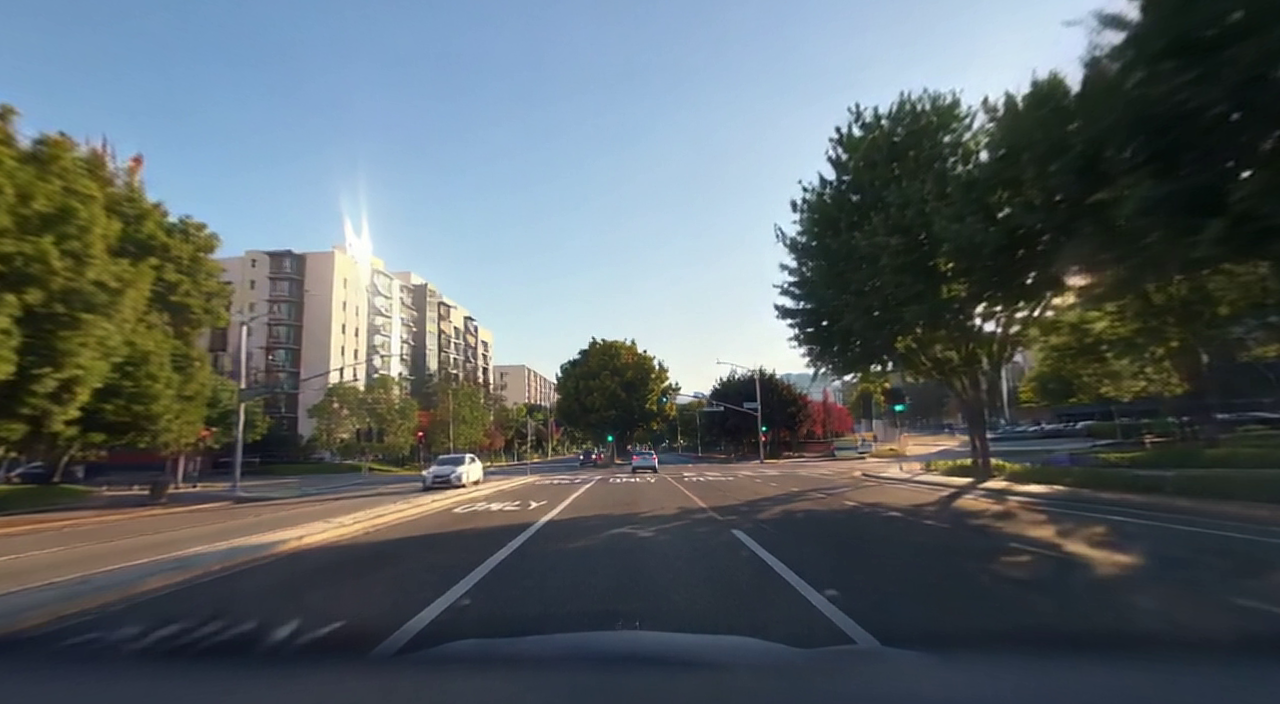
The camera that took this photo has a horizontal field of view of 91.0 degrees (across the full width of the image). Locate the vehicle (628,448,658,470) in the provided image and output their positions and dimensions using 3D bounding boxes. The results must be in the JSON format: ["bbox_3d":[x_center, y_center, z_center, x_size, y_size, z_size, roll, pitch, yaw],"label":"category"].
[{"bbox_3d":[0.226,7.674,45.268,2.064,1.477,3.968,0,-9,0],"label":"vehicle"}]

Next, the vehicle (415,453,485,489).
[{"bbox_3d":[-8.734,5.464,29.324,1.887,1.480,4.446,0,-9,0],"label":"vehicle"}]
